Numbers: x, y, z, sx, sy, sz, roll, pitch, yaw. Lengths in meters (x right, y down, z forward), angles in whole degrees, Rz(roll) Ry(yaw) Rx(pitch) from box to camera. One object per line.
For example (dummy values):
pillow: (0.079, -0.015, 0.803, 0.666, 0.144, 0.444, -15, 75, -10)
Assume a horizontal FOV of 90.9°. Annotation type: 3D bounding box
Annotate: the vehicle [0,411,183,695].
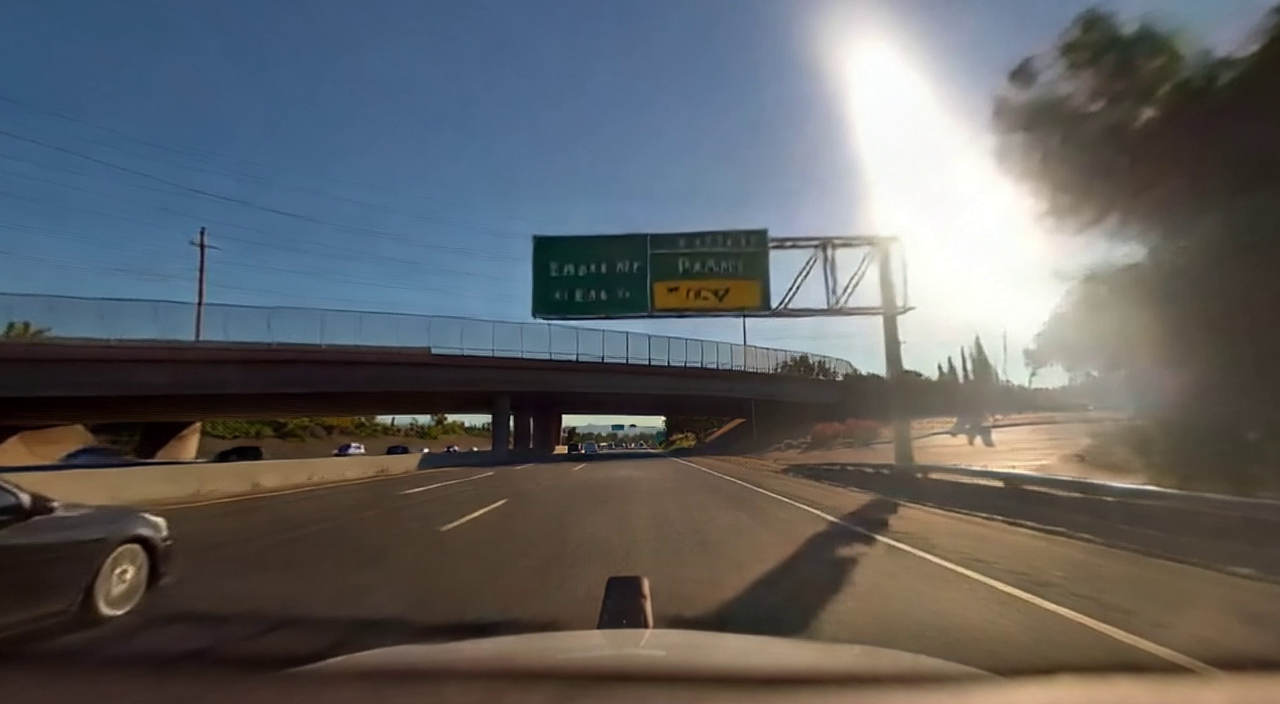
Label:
vehicle: (-4.567, 0.956, 2.494, 2.105, 1.551, 4.602, 0, -9, -1)
